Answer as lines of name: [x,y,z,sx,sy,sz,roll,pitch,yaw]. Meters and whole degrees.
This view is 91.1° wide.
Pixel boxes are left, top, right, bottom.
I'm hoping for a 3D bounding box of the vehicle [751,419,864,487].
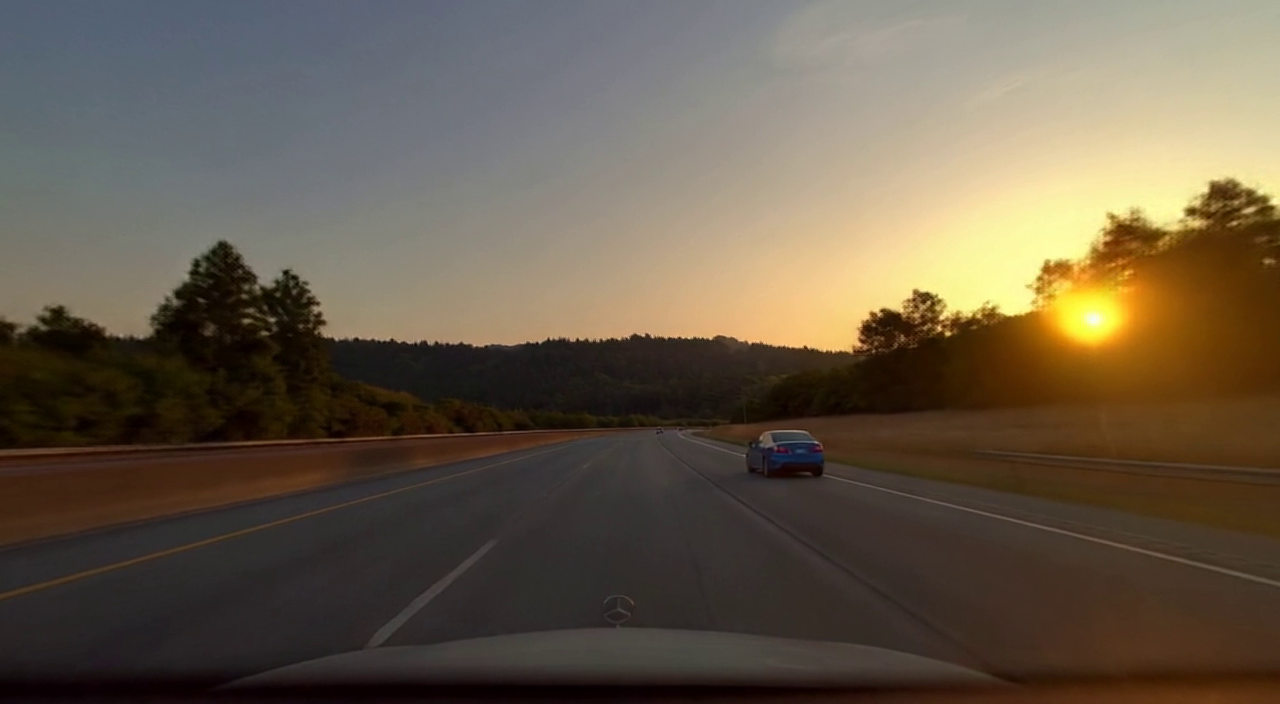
vehicle: [4.070,2.500,15.916,1.765,1.510,3.762,0,-8,-1]
